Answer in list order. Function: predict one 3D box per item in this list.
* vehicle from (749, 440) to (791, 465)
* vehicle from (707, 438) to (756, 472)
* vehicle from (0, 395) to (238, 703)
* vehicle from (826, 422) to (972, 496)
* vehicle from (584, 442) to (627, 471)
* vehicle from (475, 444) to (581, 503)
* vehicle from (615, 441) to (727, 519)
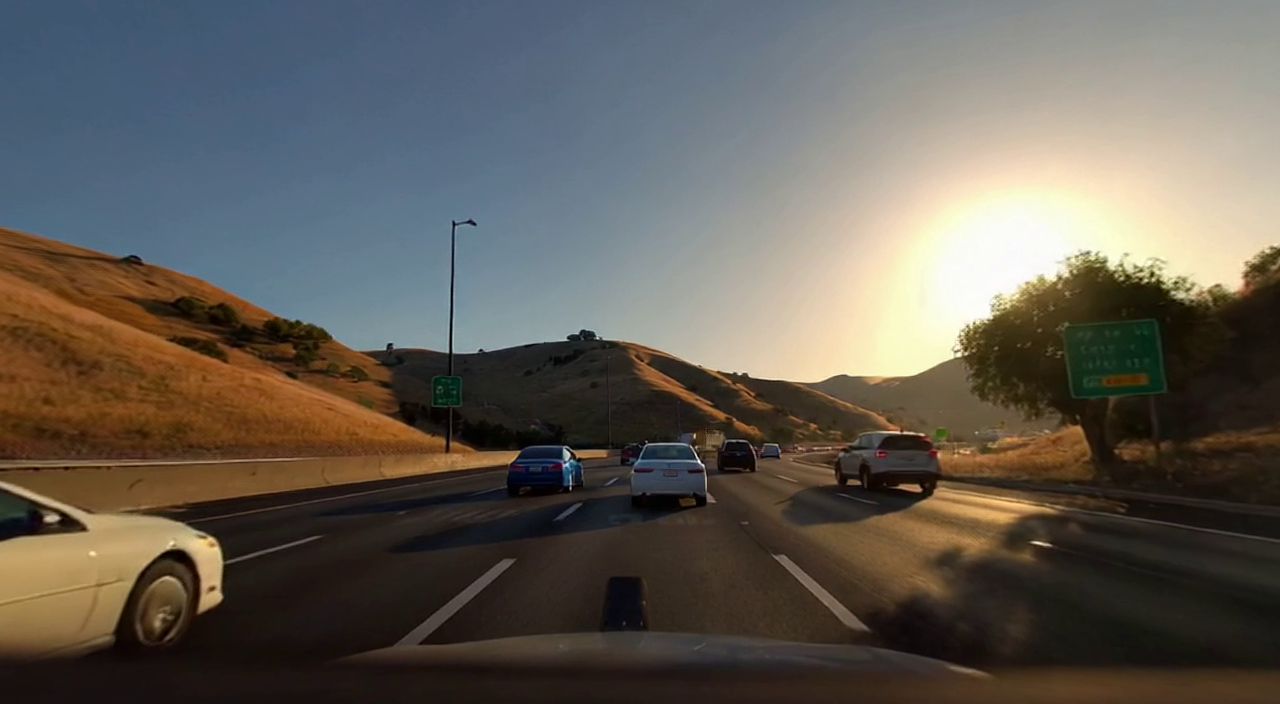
[{"bbox_3d":[8.793,6.846,43.184,2.032,1.580,4.928,0,-8,2],"label":"vehicle"},{"bbox_3d":[4.837,5.491,33.918,2.083,1.693,4.740,0,-8,2],"label":"vehicle"},{"bbox_3d":[-3.429,0.800,1.489,2.033,1.513,4.333,0,-8,1],"label":"vehicle"},{"bbox_3d":[7.176,3.016,18.181,2.210,1.831,4.843,0,-8,1],"label":"vehicle"},{"bbox_3d":[-1.951,6.120,37.198,2.034,1.572,4.444,-1,-8,4],"label":"vehicle"},{"bbox_3d":[-2.971,3.325,17.786,2.017,1.446,4.384,-1,-8,3],"label":"vehicle"},{"bbox_3d":[0.649,2.670,13.750,2.072,1.431,3.904,-1,-8,2],"label":"vehicle"}]
